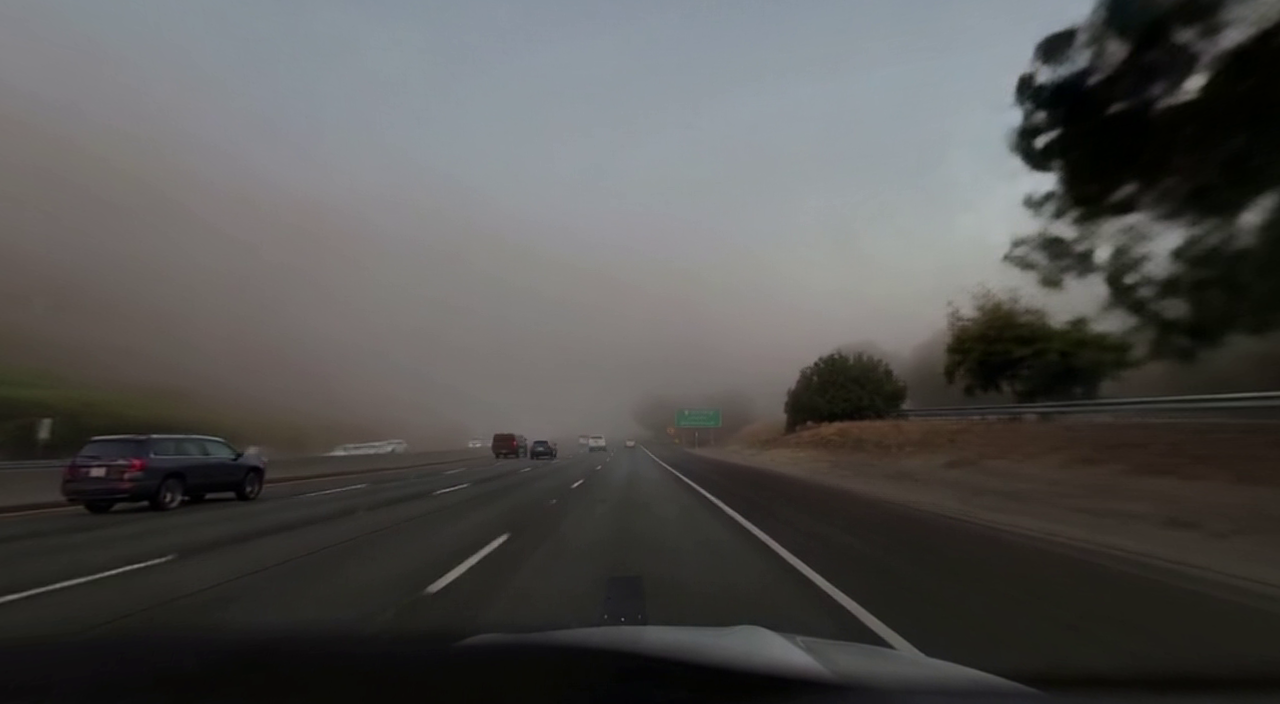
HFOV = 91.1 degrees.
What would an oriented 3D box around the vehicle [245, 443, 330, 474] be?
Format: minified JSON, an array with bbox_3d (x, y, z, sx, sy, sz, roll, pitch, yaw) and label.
[{"bbox_3d":[-18.388,5.539,33.035,1.872,1.486,4.556,0,-8,0],"label":"vehicle"}]

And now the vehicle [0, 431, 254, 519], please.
[{"bbox_3d":[-11.175,2.657,14.160,2.001,1.625,4.528,0,-8,0],"label":"vehicle"}]
